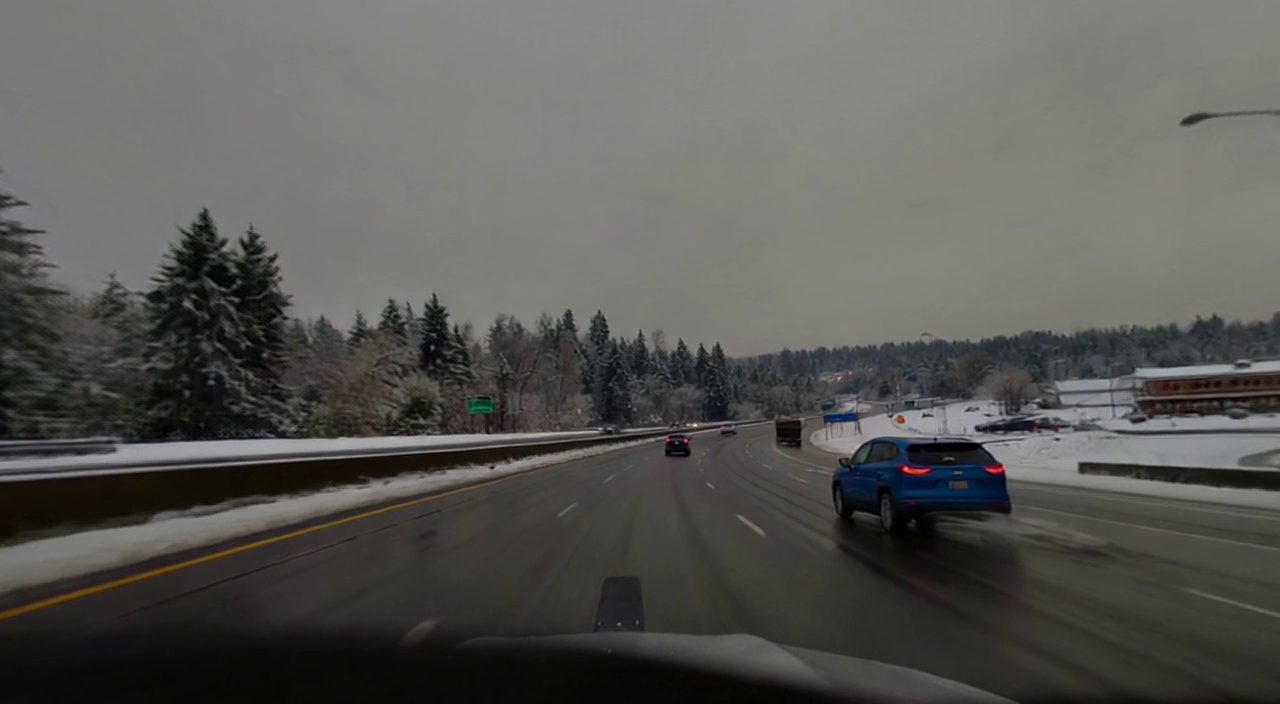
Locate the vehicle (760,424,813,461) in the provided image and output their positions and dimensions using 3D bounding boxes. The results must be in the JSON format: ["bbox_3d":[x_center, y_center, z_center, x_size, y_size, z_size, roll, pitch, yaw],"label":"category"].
[{"bbox_3d":[9.443,5.920,41.213,2.526,2.230,6.190,-1,-8,5],"label":"vehicle"}]

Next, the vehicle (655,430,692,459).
[{"bbox_3d":[2.288,6.132,41.778,2.181,1.768,4.383,-1,-8,7],"label":"vehicle"}]

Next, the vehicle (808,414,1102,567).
[{"bbox_3d":[4.039,1.837,9.160,2.097,1.659,4.320,0,-8,2],"label":"vehicle"}]
